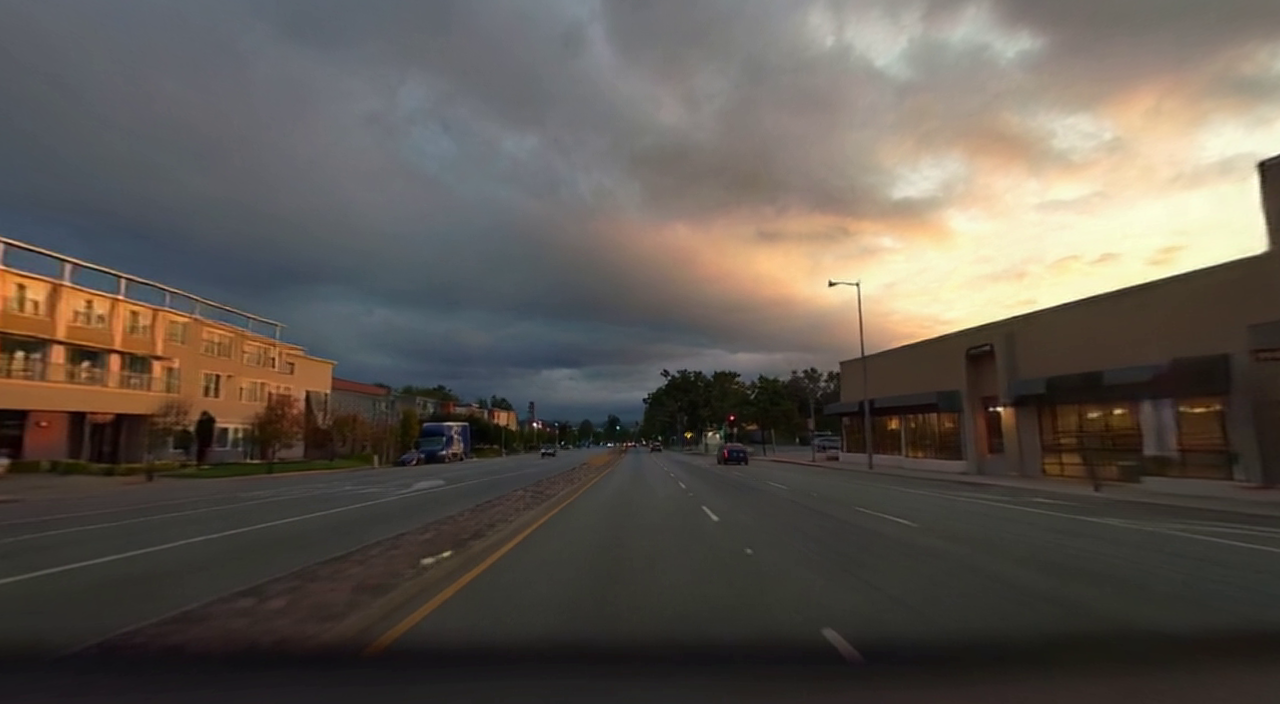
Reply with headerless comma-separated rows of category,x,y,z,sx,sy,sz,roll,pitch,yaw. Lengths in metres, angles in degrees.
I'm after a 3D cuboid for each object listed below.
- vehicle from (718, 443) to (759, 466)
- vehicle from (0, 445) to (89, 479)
vehicle,6.500,6.836,42.129,1.916,1.437,4.327,0,-9,-2
vehicle,-34.797,6.217,35.989,1.965,1.753,5.154,0,-9,2
